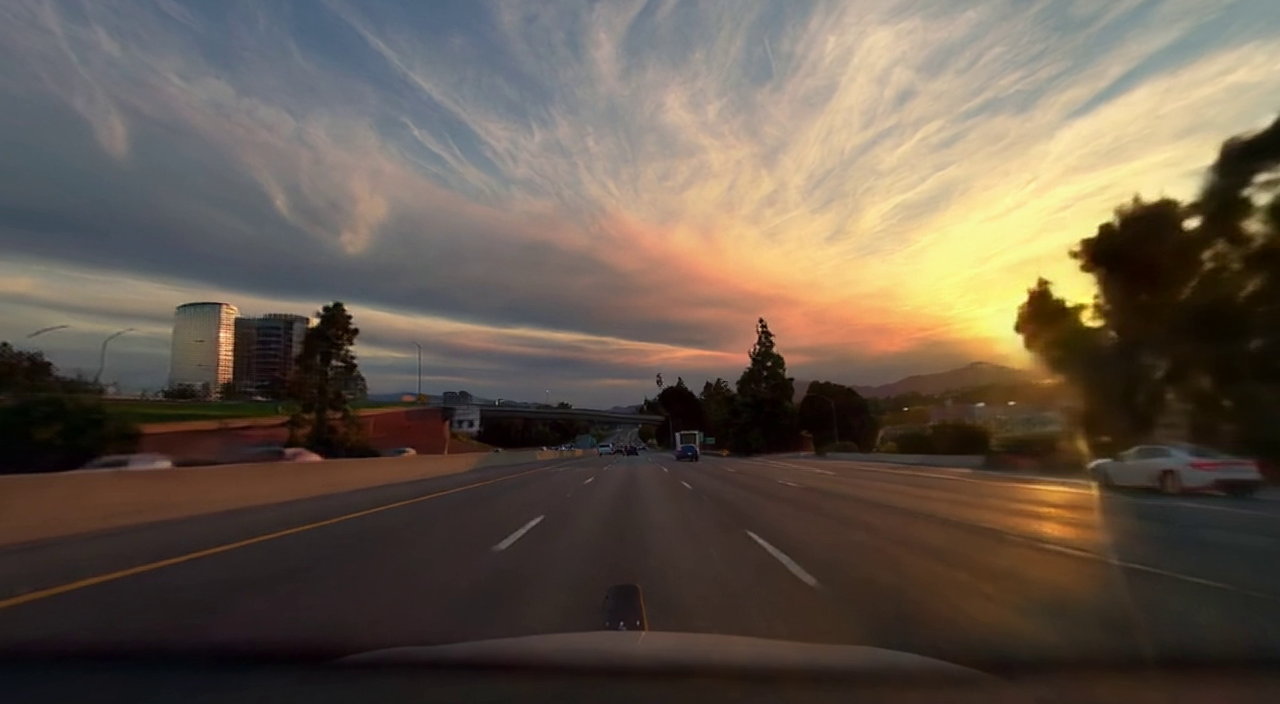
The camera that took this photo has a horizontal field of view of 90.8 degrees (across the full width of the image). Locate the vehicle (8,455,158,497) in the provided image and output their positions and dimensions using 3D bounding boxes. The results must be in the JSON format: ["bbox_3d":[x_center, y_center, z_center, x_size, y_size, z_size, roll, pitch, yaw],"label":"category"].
[{"bbox_3d":[-23.022,5.108,26.427,1.902,1.486,4.729,0,-9,1],"label":"vehicle"}]

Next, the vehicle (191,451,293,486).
[{"bbox_3d":[-18.935,5.541,30.341,1.907,1.490,4.498,0,-9,0],"label":"vehicle"}]

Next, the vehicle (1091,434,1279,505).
[{"bbox_3d":[13.713,2.850,15.740,1.878,1.509,4.327,-1,-9,3],"label":"vehicle"}]
